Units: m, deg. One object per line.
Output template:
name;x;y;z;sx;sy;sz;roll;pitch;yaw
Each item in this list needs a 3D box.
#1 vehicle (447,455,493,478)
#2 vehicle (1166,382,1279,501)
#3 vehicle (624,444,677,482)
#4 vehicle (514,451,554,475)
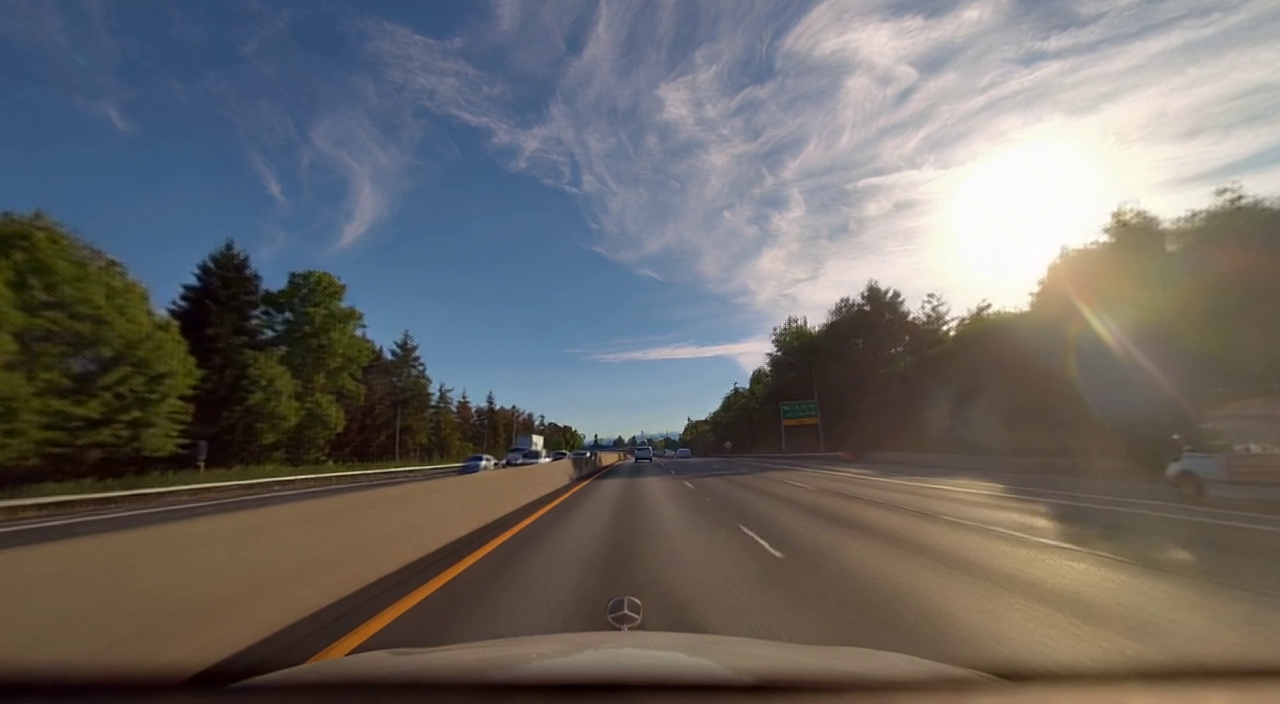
vehicle;-11.886;8.008;44.410;1.929;1.505;4.526;0;-9;1
vehicle;14.415;1.863;13.175;2.115;2.446;5.323;0;-9;0
vehicle;0.428;4.958;28.393;2.177;1.520;4.278;0;-9;0
vehicle;-6.932;7.278;41.550;1.956;1.486;3.661;0;-9;1
